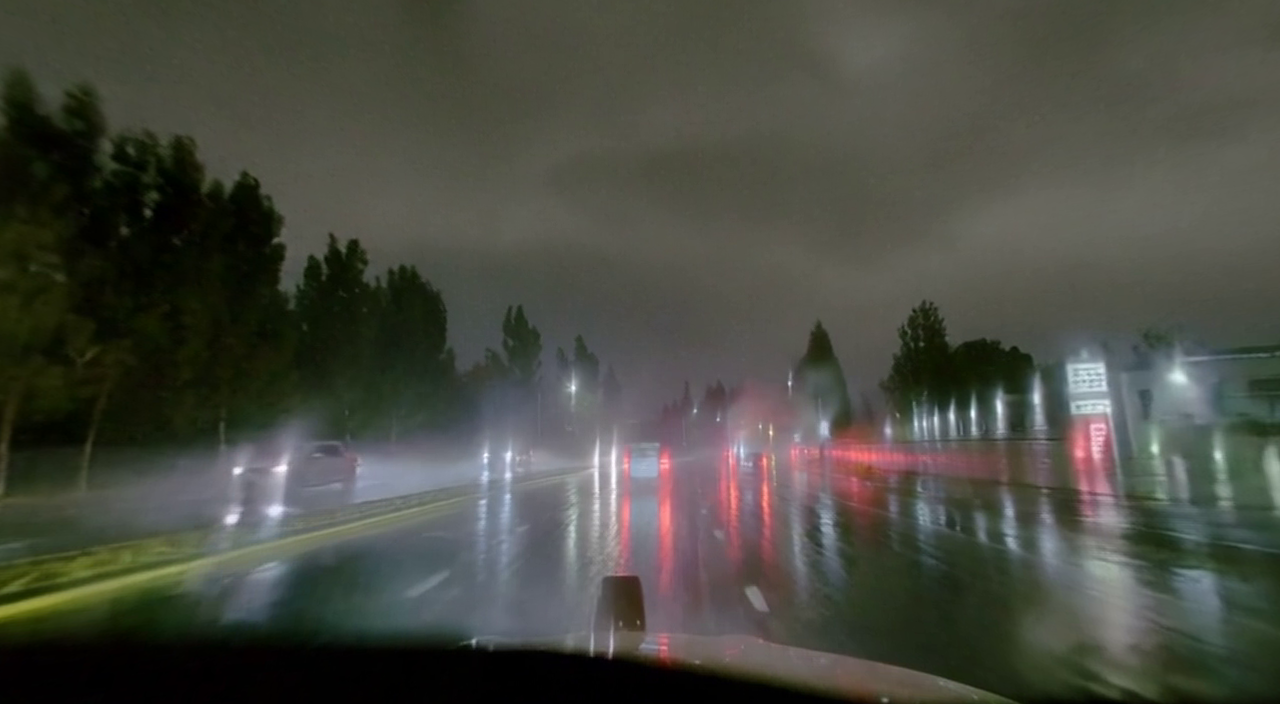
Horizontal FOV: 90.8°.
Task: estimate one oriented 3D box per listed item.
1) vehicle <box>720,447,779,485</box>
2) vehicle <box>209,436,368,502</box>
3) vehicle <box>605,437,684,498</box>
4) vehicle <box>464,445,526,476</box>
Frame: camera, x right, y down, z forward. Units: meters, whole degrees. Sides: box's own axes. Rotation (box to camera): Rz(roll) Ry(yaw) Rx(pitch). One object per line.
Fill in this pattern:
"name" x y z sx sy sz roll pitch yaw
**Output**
"vehicle" 4.584 4.825 26.989 2.147 1.474 4.083 -1 -9 6
"vehicle" -10.733 3.589 19.790 2.034 1.791 4.582 -1 -9 5
"vehicle" 0.277 3.542 19.803 2.105 1.676 4.541 -1 -9 5
"vehicle" -8.892 6.679 39.179 2.329 1.757 4.464 -1 -9 7
